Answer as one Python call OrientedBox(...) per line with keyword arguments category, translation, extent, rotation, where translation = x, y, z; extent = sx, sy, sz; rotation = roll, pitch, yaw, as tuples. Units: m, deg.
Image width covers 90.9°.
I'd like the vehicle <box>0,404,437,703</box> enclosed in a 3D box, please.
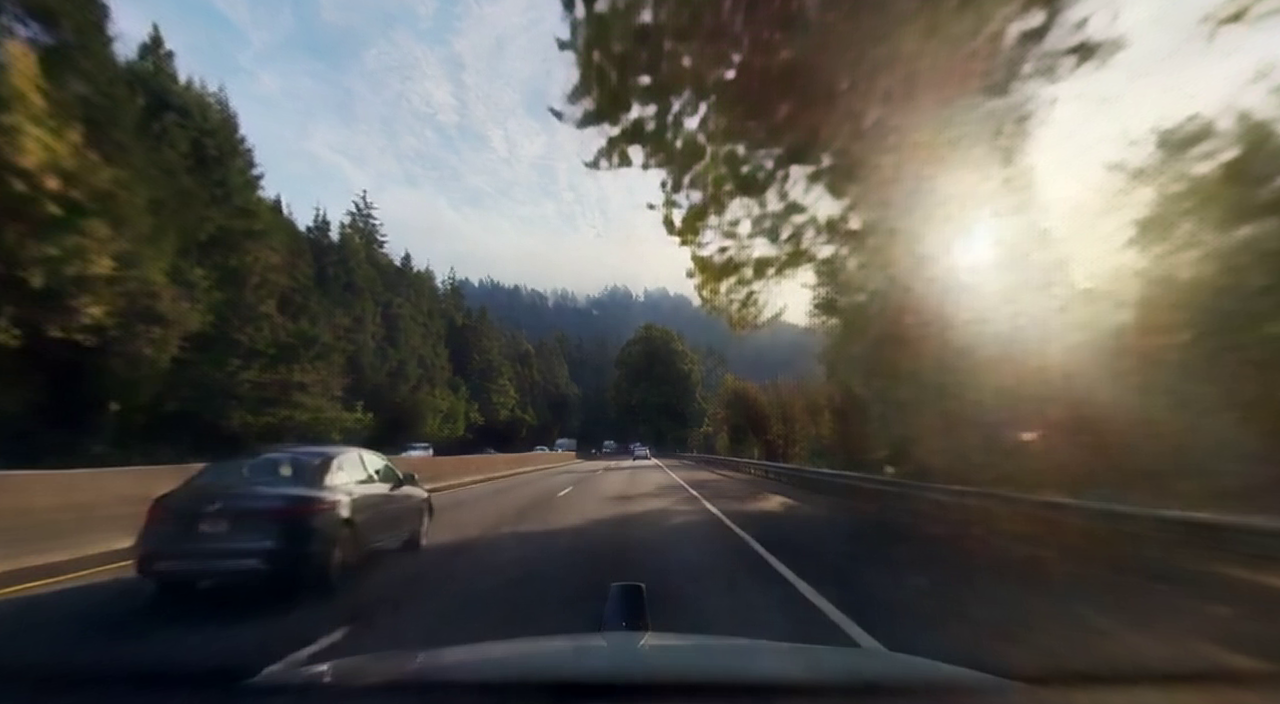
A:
OrientedBox(category="vehicle", translation=(-3.435, 1.349, 5.116), extent=(1.969, 1.505, 4.636), rotation=(0, -9, 1))
